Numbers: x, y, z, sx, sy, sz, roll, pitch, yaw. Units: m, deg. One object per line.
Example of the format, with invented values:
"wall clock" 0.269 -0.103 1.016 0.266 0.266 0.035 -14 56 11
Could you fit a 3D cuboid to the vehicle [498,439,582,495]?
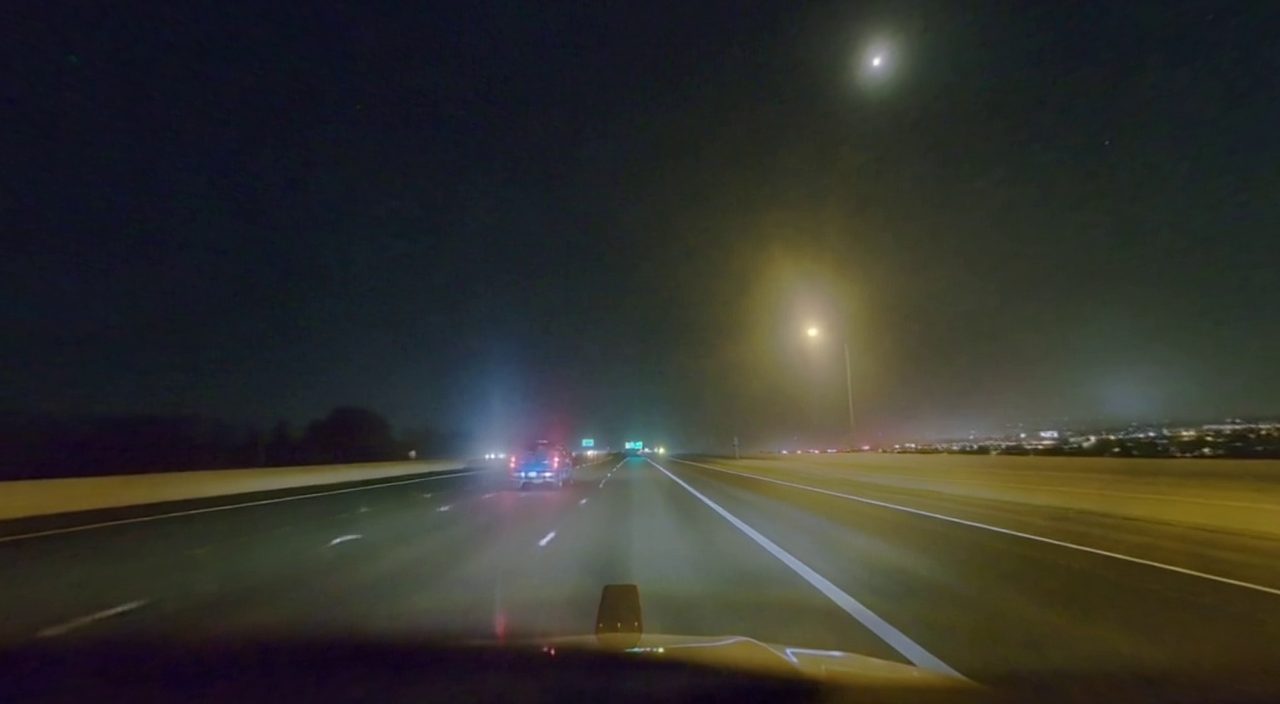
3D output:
"vehicle" -3.322 3.918 21.775 2.152 1.717 4.423 0 -9 1
